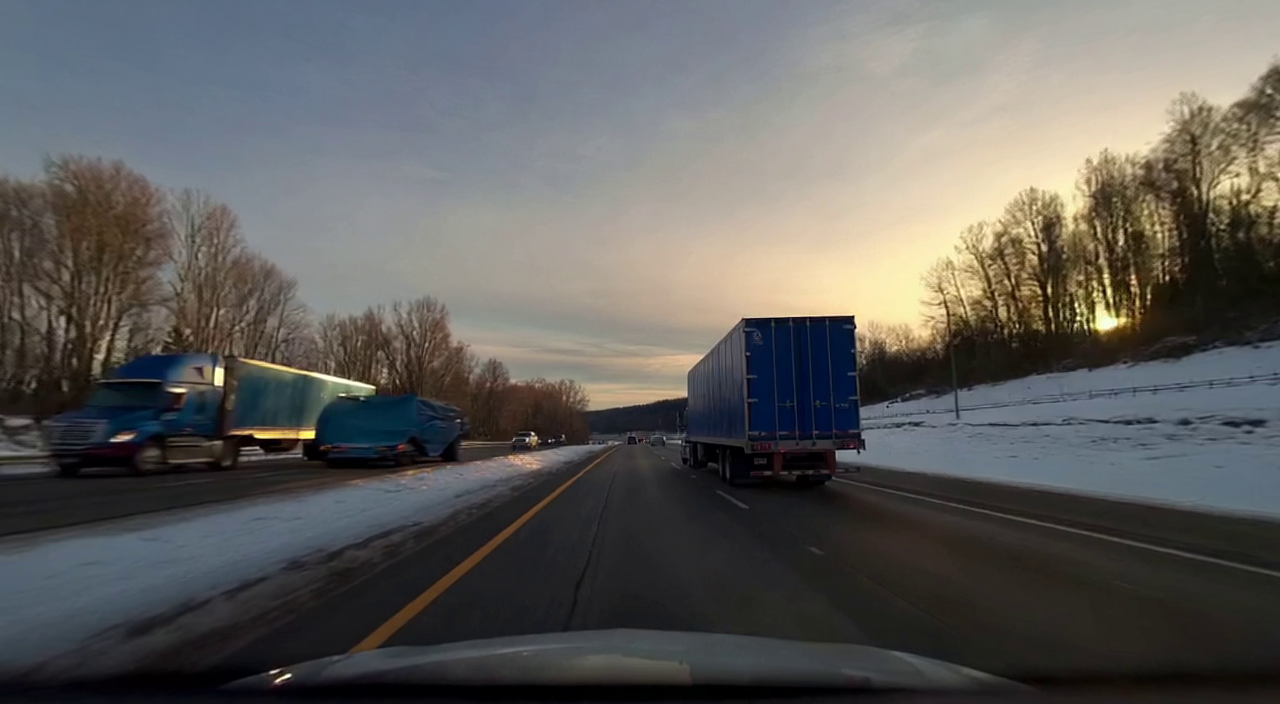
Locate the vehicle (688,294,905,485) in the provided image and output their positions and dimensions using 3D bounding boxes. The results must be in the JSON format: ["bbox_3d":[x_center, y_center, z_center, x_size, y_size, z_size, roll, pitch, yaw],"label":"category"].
[{"bbox_3d":[4.098,1.953,22.528,3.203,4.273,17.131,0,-8,-1],"label":"vehicle"}]

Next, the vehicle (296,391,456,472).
[{"bbox_3d":[-8.325,2.655,20.832,2.365,2.256,6.553,0,-8,1],"label":"vehicle"}]

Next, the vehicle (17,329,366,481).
[{"bbox_3d":[-13.453,2.081,21.279,2.970,3.689,12.131,0,-8,-1],"label":"vehicle"}]
